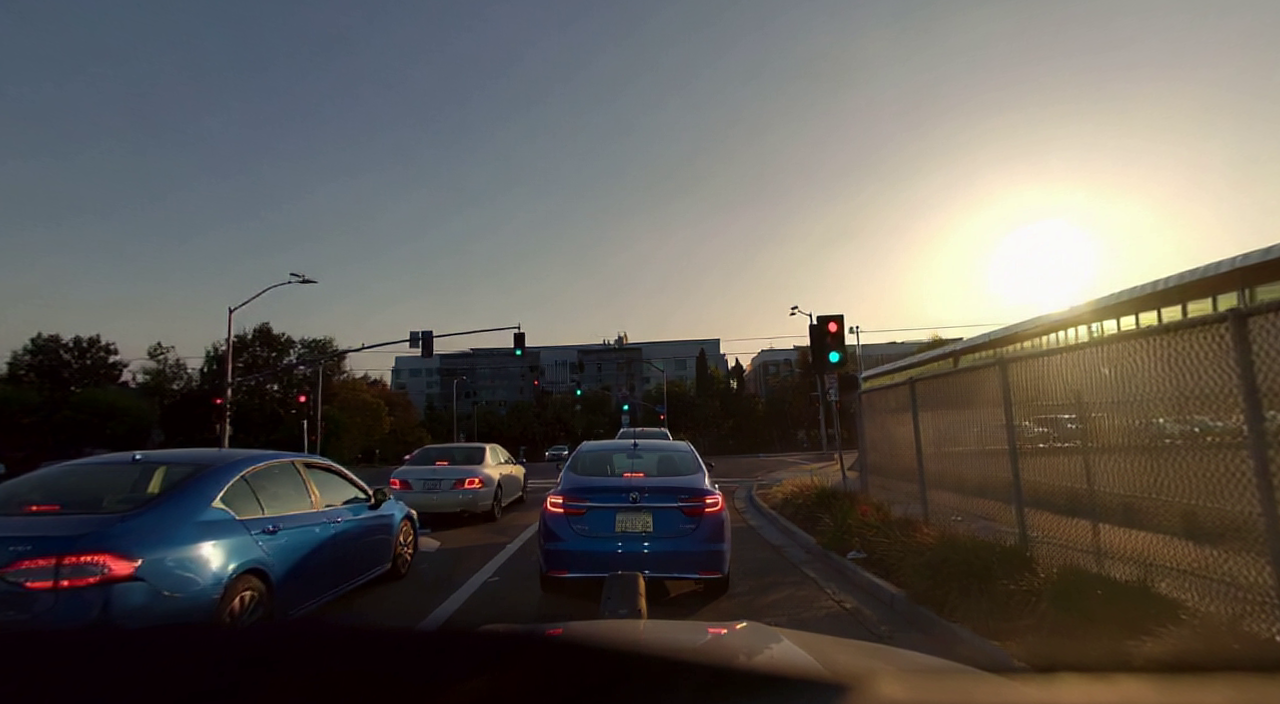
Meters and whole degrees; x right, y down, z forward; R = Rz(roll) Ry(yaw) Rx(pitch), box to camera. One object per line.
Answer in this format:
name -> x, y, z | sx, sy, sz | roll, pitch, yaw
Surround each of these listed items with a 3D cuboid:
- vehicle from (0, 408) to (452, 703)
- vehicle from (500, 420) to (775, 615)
vehicle -> -3.208, 1.320, 4.870 | 1.971, 1.488, 4.581 | 0, -9, 1
vehicle -> -0.016, 1.601, 6.998 | 2.144, 1.514, 4.063 | 0, -9, 0
